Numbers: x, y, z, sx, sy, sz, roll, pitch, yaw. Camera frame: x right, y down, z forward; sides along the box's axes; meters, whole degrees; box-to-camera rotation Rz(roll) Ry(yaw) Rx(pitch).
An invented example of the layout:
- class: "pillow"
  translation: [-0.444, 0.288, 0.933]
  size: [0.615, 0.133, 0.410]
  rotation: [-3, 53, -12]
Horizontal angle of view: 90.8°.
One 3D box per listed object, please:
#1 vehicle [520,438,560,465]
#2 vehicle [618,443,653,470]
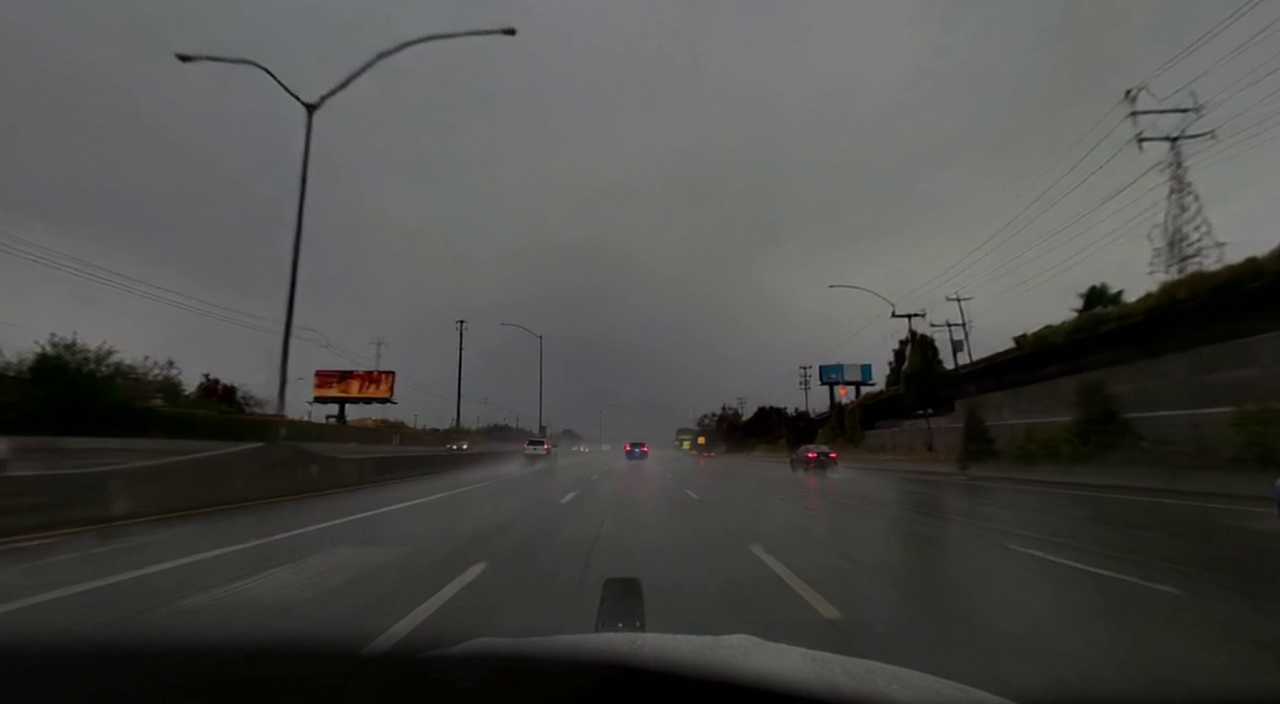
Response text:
- class: "vehicle"
  translation: [-7.445, 7.465, 47.431]
  size: [2.177, 1.929, 4.706]
  rotation: [0, -8, 1]
- class: "vehicle"
  translation: [-0.289, 6.474, 39.227]
  size: [2.074, 1.574, 3.971]
  rotation: [0, -8, -1]
